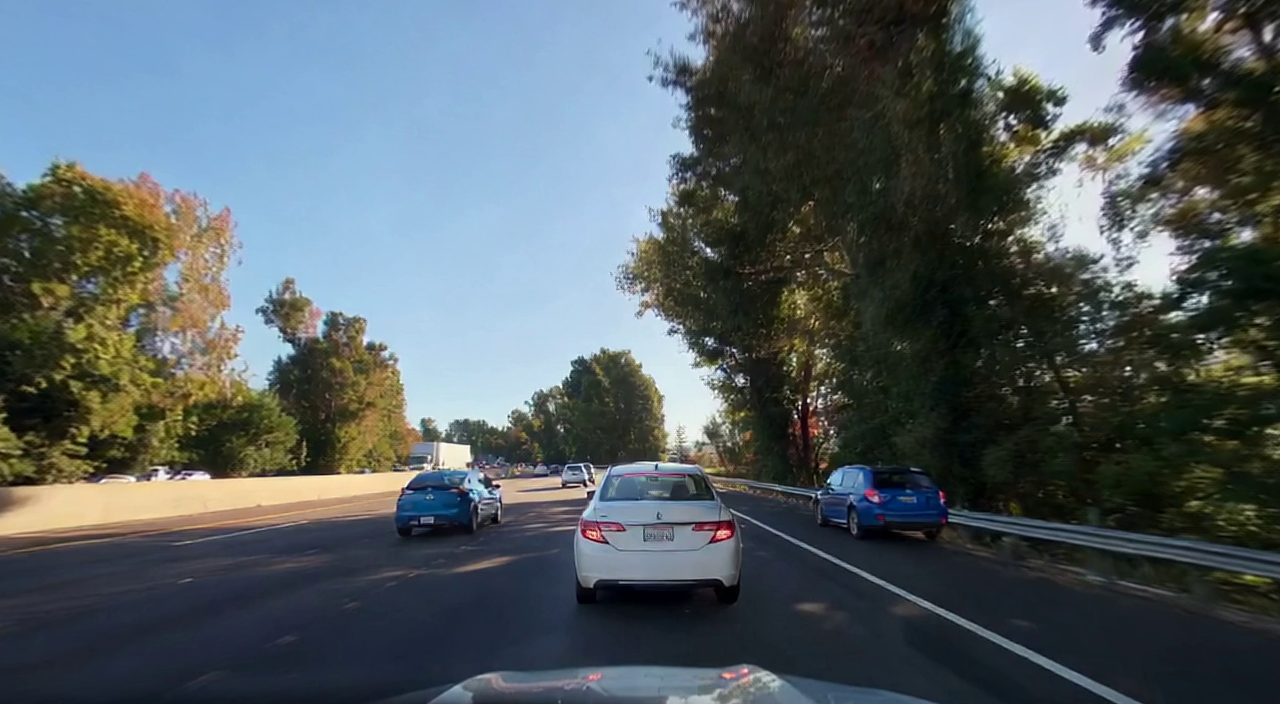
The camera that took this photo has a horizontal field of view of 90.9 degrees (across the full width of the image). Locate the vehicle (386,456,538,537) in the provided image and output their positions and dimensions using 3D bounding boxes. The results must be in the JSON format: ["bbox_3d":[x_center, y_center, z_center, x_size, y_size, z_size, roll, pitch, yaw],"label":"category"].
[{"bbox_3d":[-3.778,3.206,14.409,1.960,1.502,4.593,0,-11,2],"label":"vehicle"}]

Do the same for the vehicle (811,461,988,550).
[{"bbox_3d":[4.997,3.015,12.871,1.978,1.472,4.022,0,-11,1],"label":"vehicle"}]

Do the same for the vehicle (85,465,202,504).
[{"bbox_3d":[-24.095,6.416,30.826,1.999,1.733,4.392,0,-11,1],"label":"vehicle"}]

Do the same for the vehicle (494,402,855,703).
[{"bbox_3d":[0.177,1.550,5.768,2.057,1.725,4.126,1,-11,-1],"label":"vehicle"}]
